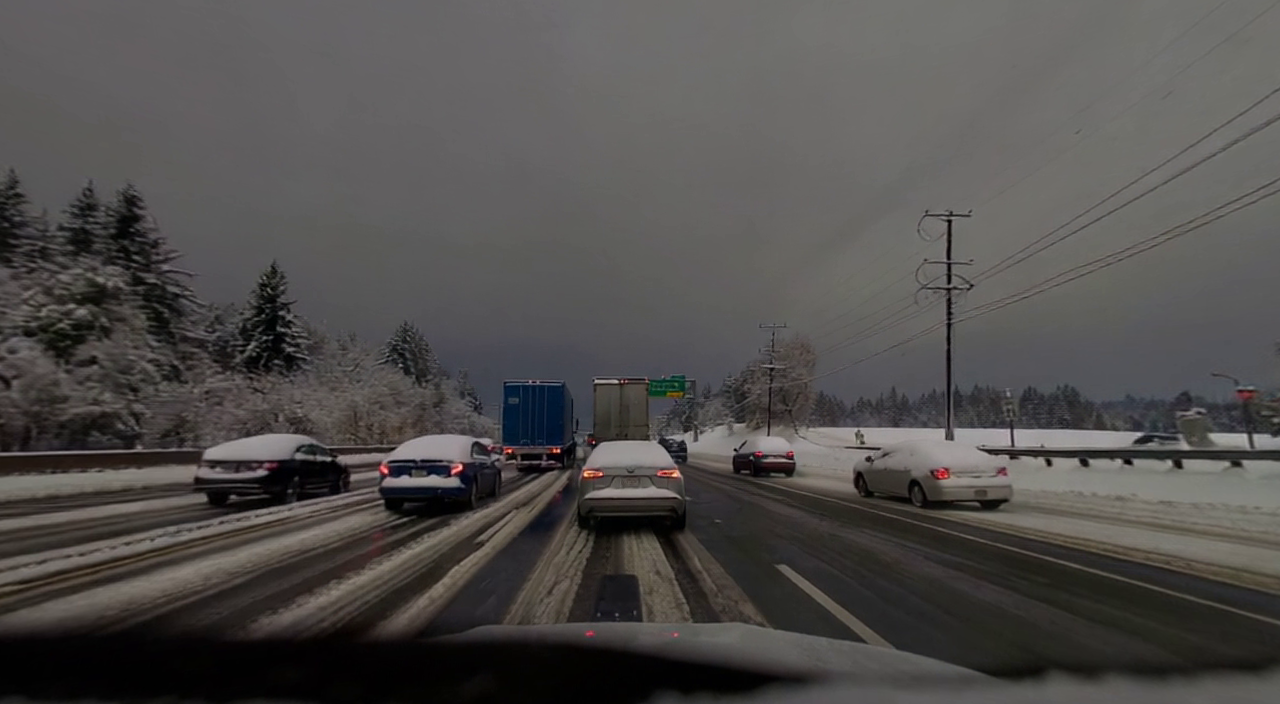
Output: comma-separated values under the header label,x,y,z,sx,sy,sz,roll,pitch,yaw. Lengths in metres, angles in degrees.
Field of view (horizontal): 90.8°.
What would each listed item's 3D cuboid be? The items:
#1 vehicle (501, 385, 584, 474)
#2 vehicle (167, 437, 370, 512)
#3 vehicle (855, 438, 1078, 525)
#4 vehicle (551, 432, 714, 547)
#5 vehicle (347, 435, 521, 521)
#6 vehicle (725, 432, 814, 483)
label,x,y,z,sx,sy,sz,roll,pitch,yaw
vehicle,-5.480,5.102,39.480,3.150,4.298,17.928,0,-9,-3
vehicle,-8.326,2.766,14.817,2.008,1.454,4.693,0,-9,-2
vehicle,6.138,2.453,12.577,1.878,1.406,4.164,1,-9,-6
vehicle,-0.202,2.096,10.288,2.112,1.463,4.012,0,-9,-3
vehicle,-3.997,2.542,13.360,2.090,1.463,4.968,0,-9,-1
vehicle,4.654,3.869,23.338,2.023,1.676,4.002,1,-9,-7
